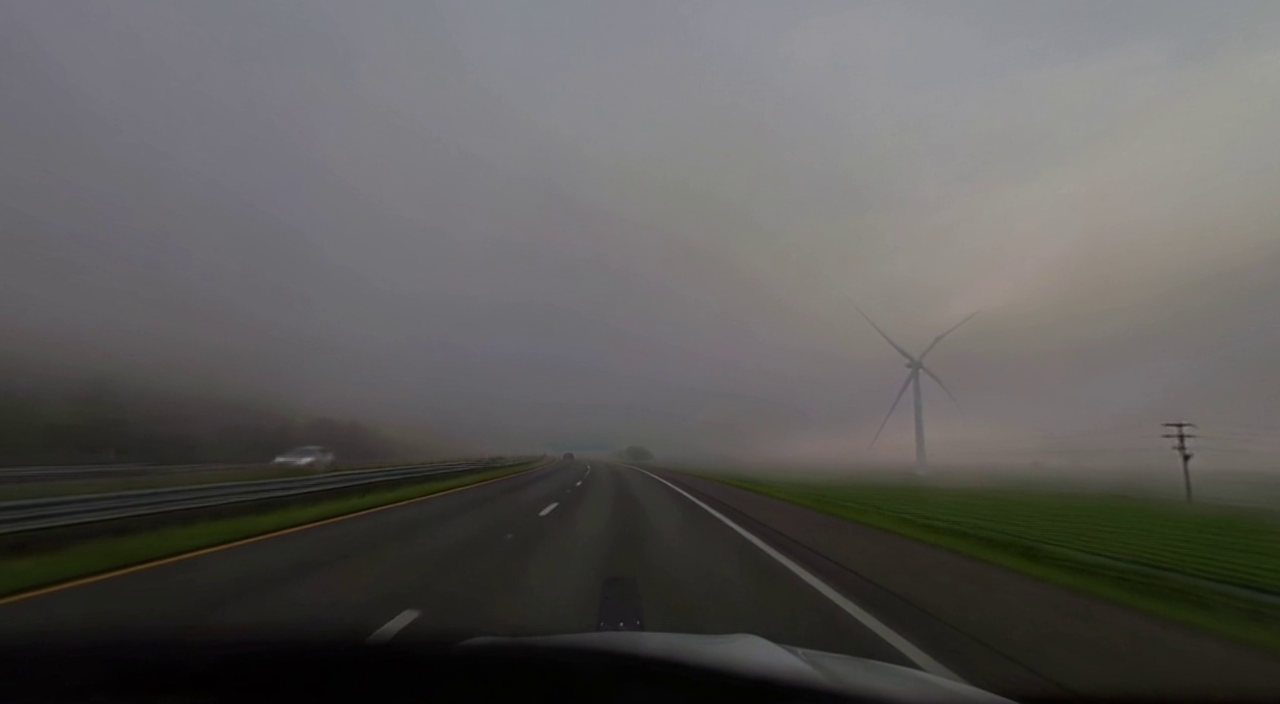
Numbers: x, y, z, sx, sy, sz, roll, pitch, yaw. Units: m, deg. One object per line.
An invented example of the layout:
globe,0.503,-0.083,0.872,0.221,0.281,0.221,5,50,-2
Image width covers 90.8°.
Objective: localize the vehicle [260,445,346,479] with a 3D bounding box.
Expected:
vehicle,-16.355,5.362,30.910,1.904,1.499,4.422,0,-9,-3
